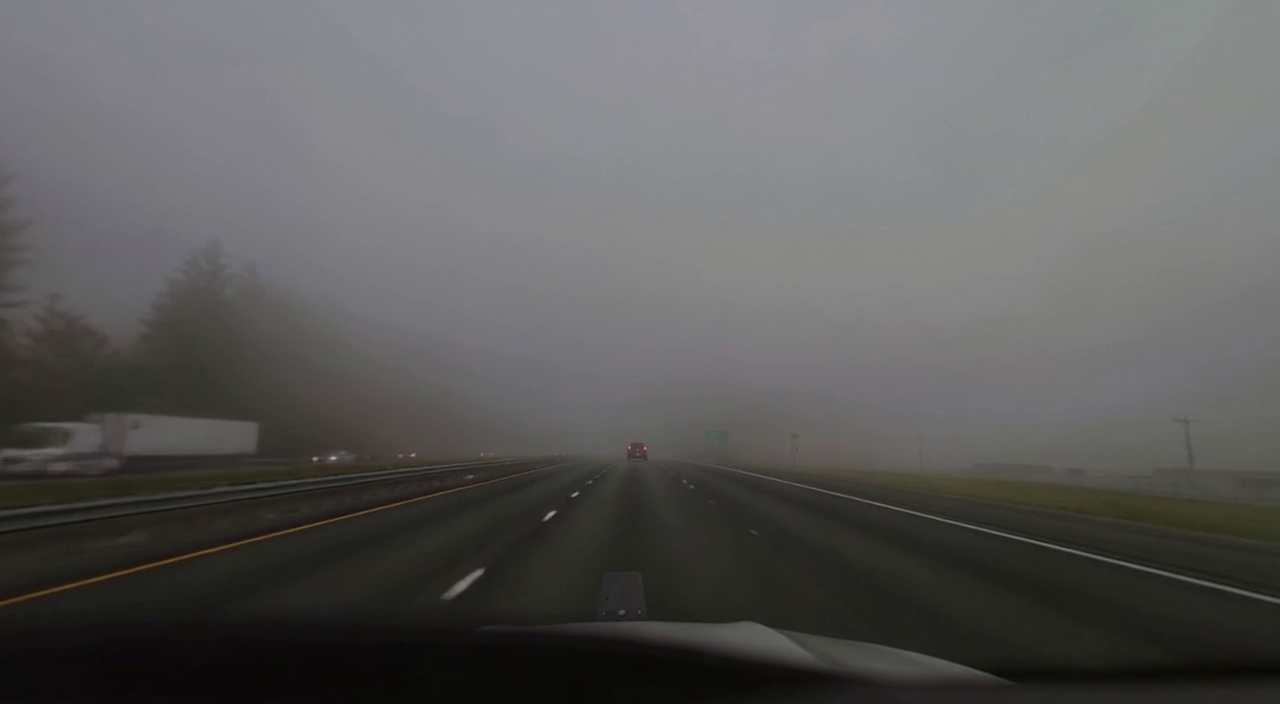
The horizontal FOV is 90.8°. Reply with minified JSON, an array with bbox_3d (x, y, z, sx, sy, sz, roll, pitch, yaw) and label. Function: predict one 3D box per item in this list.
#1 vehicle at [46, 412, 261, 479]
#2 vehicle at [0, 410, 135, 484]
[{"bbox_3d":[-36.171,7.273,48.853,3.404,4.230,16.727,0,-9,0],"label":"vehicle"},{"bbox_3d":[-36.113,5.830,38.842,3.039,4.027,8.444,0,-9,-1],"label":"vehicle"}]
